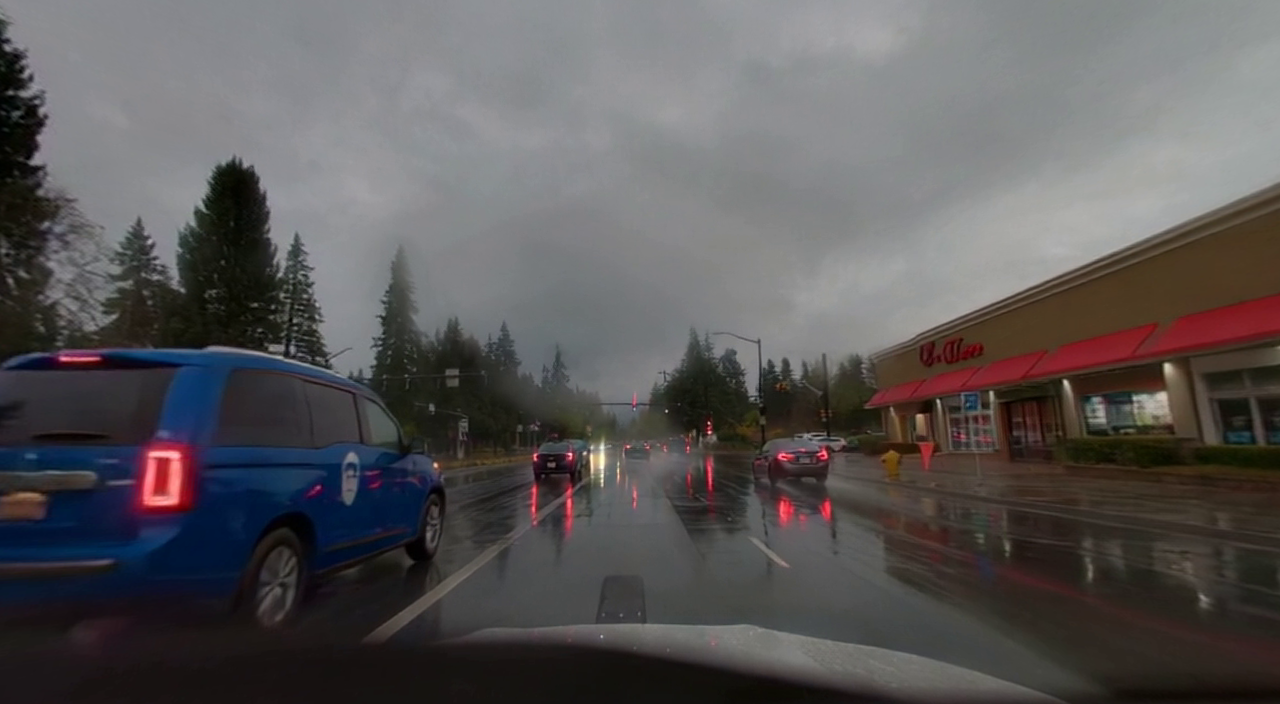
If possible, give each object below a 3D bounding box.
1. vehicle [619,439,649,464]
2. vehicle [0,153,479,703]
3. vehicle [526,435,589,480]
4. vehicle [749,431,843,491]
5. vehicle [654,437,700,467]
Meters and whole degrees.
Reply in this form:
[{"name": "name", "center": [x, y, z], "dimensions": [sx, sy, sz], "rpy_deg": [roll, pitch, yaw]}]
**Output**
[{"name": "vehicle", "center": [-0.473, 7.508, 47.660], "dimensions": [2.130, 1.725, 4.223], "rpy_deg": [0, -9, -1]}, {"name": "vehicle", "center": [-3.542, 0.819, 5.904], "dimensions": [2.443, 2.784, 5.862], "rpy_deg": [0, -9, 1]}, {"name": "vehicle", "center": [-3.368, 4.434, 26.656], "dimensions": [2.030, 1.724, 4.365], "rpy_deg": [0, -9, 1]}, {"name": "vehicle", "center": [4.691, 3.347, 19.645], "dimensions": [1.869, 1.646, 4.166], "rpy_deg": [0, -9, 1]}, {"name": "vehicle", "center": [2.495, 6.539, 41.479], "dimensions": [2.209, 1.806, 4.689], "rpy_deg": [-2, -9, 12]}]
